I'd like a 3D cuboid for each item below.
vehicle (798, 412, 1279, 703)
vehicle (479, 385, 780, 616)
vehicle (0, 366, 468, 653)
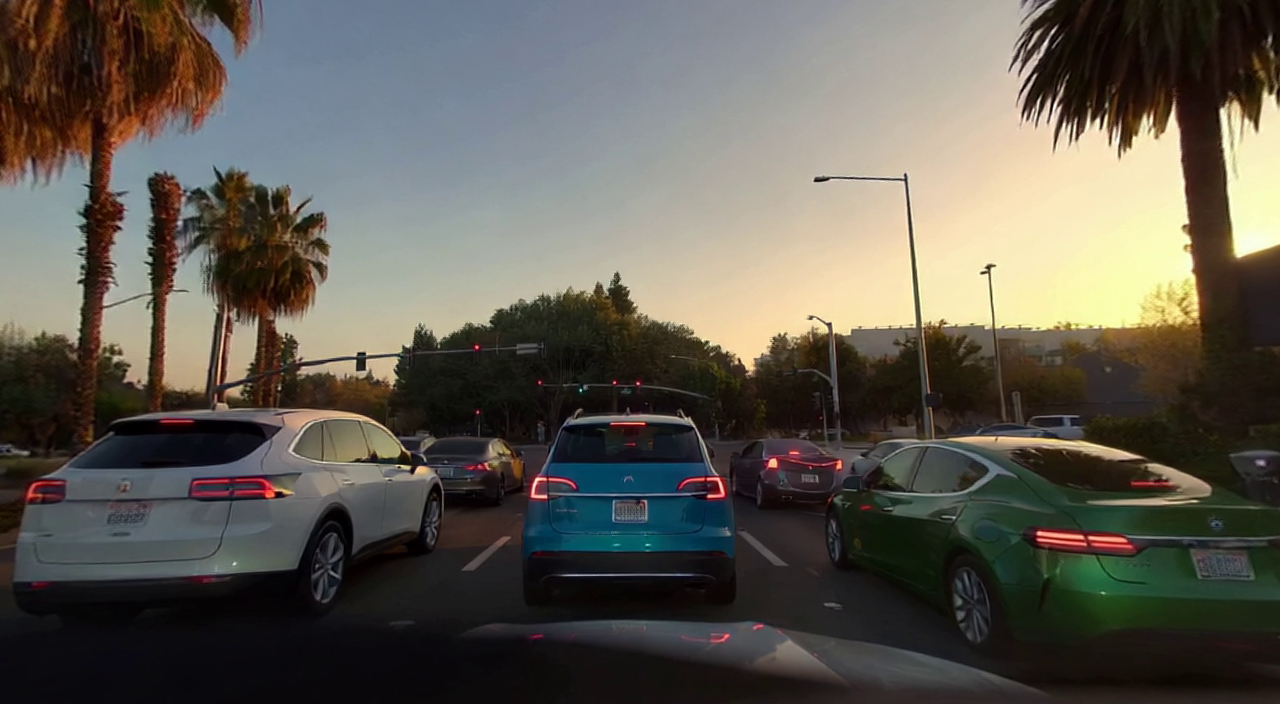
[{"bbox_3d":[2.955,1.370,5.253,2.017,1.491,4.611,0,-8,-1],"label":"vehicle"},{"bbox_3d":[-0.127,1.454,7.063,2.280,1.747,4.361,0,-8,-1],"label":"vehicle"},{"bbox_3d":[-3.350,1.281,6.134,2.014,1.755,4.360,0,-8,1],"label":"vehicle"}]
